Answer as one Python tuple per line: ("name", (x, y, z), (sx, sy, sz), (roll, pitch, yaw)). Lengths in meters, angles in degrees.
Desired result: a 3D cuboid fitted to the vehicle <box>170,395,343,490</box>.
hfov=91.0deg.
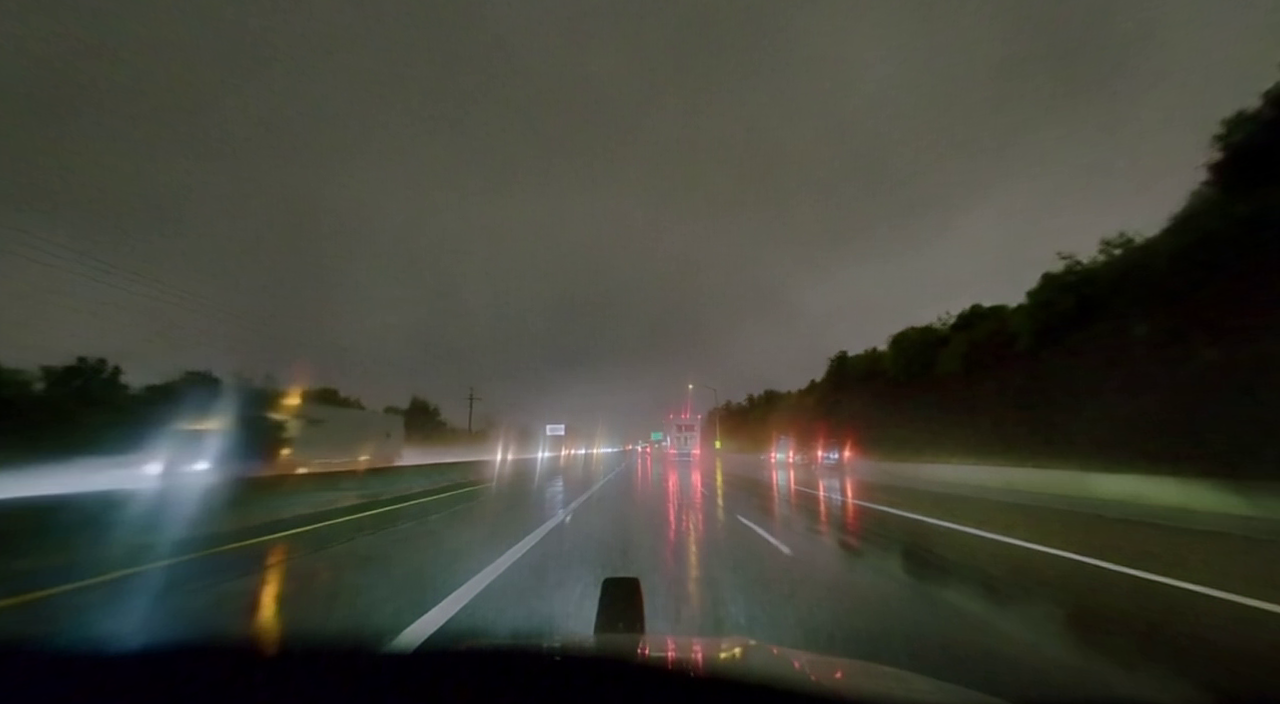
("vehicle", (-18.213, 4.480, 30.916), (3.033, 3.995, 8.483), (-1, -9, 0))
